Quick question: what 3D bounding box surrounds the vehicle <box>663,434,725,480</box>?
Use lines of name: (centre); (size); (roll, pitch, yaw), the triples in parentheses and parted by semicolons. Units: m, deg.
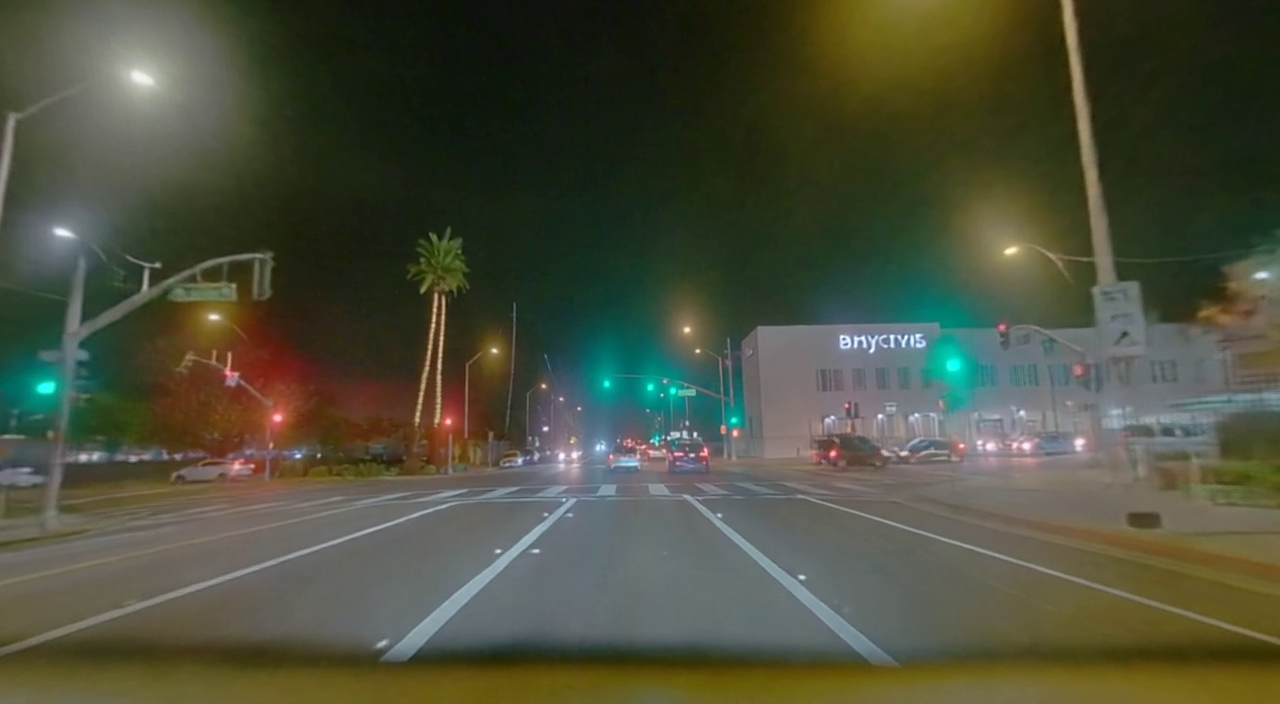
vehicle: (2.107, 4.276, 25.937); (2.003, 1.702, 4.288); (0, -8, -3)

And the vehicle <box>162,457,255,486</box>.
vehicle: (-28.732, 7.956, 42.151); (4.570, 1.741, 2.107); (0, -8, -1)

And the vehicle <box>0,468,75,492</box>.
vehicle: (-40.591, 8.462, 41.978); (4.158, 1.463, 1.836); (0, -8, -1)

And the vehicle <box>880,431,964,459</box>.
vehicle: (17.638, 5.829, 39.698); (4.277, 1.665, 2.006); (0, -8, -2)

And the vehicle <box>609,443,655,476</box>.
vehicle: (-0.419, 5.150, 30.560); (2.088, 1.452, 3.993); (0, -8, -2)

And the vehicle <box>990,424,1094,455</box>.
vehicle: (25.556, 5.588, 40.304); (5.130, 1.875, 2.118); (0, -8, -2)
